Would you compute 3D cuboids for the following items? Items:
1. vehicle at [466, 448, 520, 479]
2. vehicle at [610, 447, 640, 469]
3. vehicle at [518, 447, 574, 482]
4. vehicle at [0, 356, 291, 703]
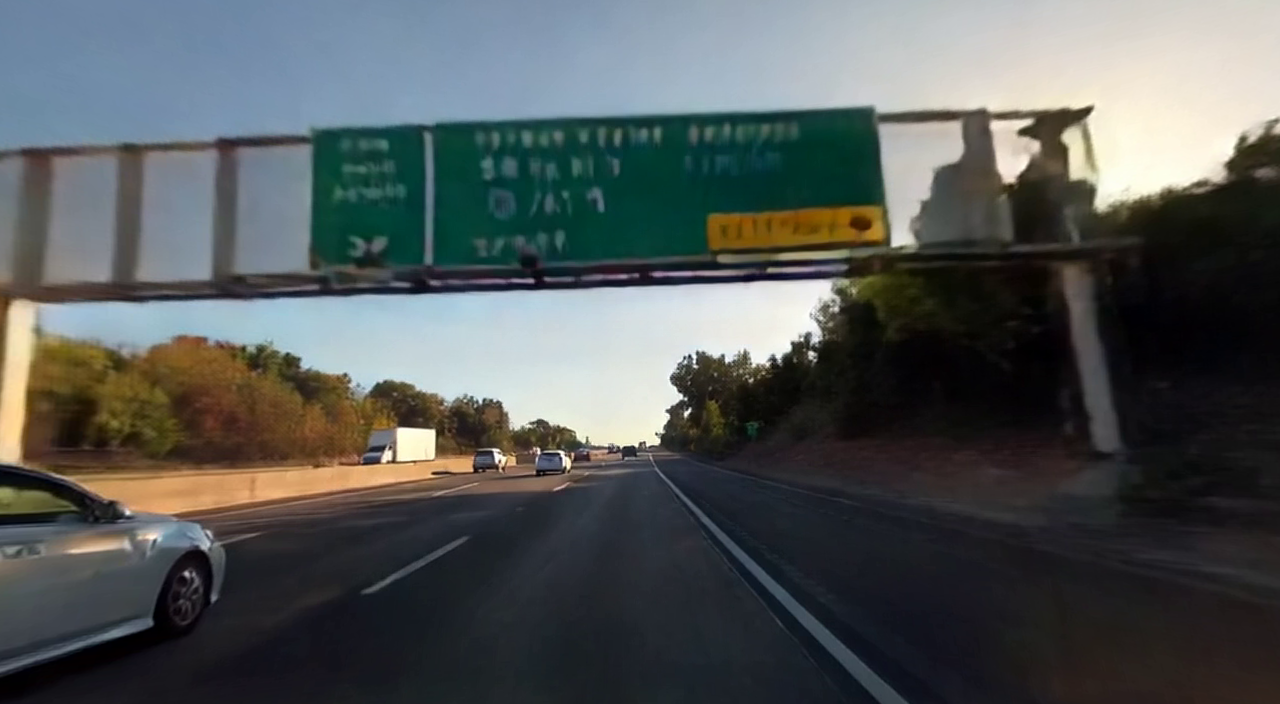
[{"bbox_3d":[-7.683,5.845,33.142,1.936,1.516,3.904,0,-9,0],"label":"vehicle"},{"bbox_3d":[-1.073,7.644,45.217,2.023,1.479,3.718,0,-9,-1],"label":"vehicle"},{"bbox_3d":[-4.271,5.163,29.028,1.988,1.477,4.118,0,-9,-1],"label":"vehicle"},{"bbox_3d":[-3.997,0.935,2.944,2.074,1.779,4.588,0,-9,-1],"label":"vehicle"}]
